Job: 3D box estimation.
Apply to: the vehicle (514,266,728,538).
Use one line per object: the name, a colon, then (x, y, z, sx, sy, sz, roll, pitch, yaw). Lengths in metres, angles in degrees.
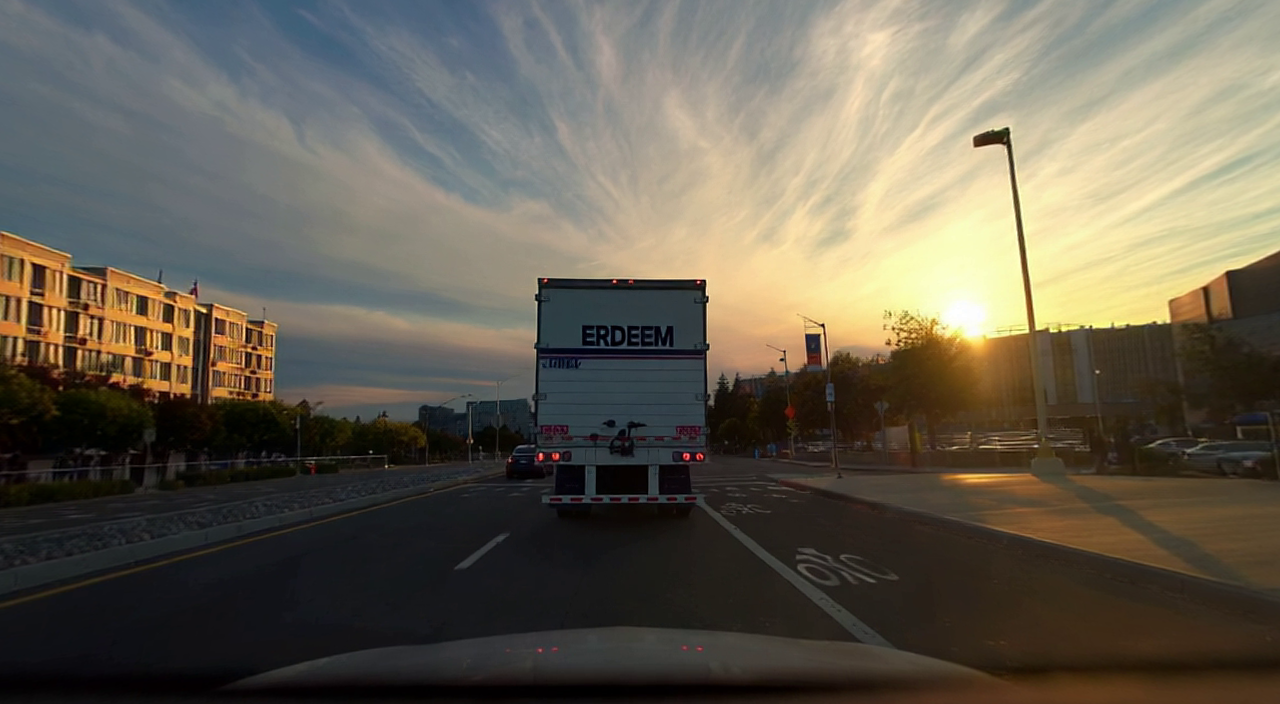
vehicle: (-0.190, 1.266, 13.329, 2.876, 3.724, 9.351, 0, -8, 1)

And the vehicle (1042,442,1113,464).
vehicle: (31.381, 7.214, 45.157, 1.652, 1.423, 3.797, 5, -9, -35)
